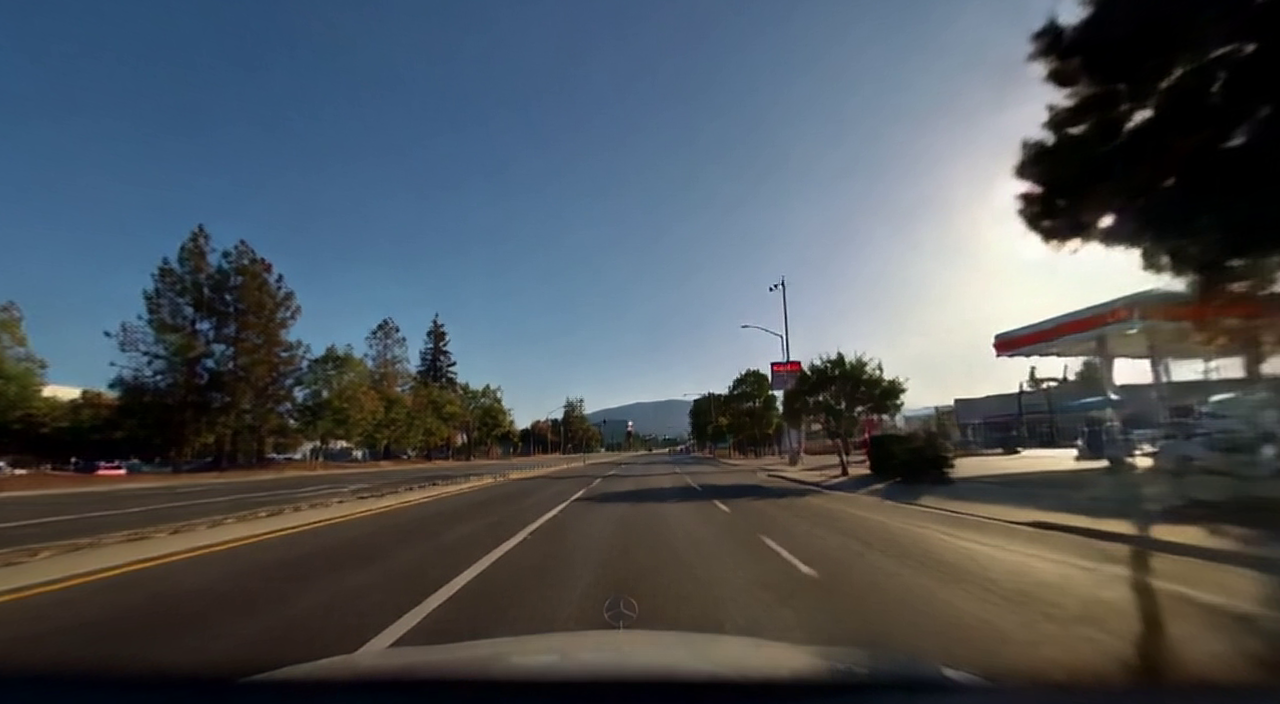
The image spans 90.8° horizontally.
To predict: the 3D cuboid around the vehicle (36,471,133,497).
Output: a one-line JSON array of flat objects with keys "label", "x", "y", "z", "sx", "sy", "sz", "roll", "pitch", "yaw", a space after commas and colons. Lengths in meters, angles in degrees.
[{"label": "vehicle", "x": -37.345, "y": 8.889, "z": 42.630, "sx": 1.964, "sy": 1.445, "sz": 4.518, "roll": -3, "pitch": -9, "yaw": 13}]
